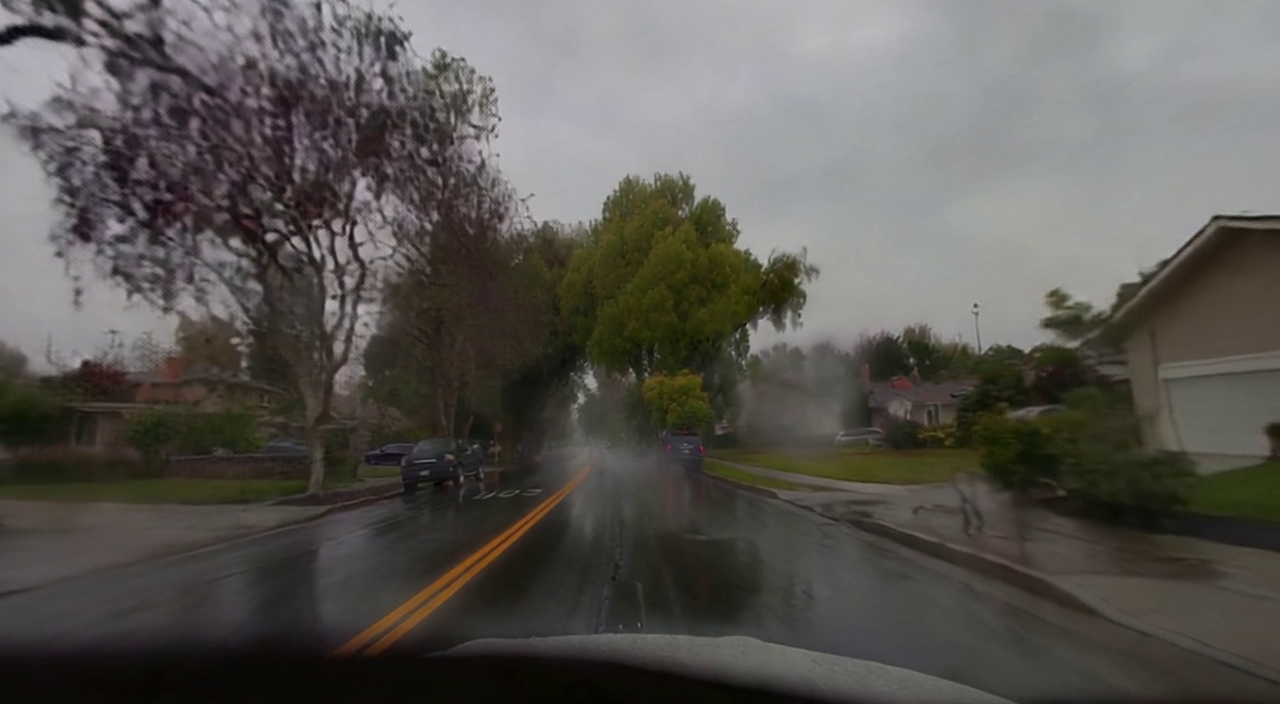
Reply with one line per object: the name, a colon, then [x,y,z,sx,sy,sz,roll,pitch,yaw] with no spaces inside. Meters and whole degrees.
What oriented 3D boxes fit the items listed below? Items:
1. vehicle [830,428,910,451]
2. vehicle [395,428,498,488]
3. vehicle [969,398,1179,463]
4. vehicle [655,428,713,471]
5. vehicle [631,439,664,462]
vehicle: [15.160,5.768,41.818,4.560,1.350,1.882,-2,-7,1]
vehicle: [-6.682,3.764,22.563,2.102,1.801,5.574,-1,-9,-2]
vehicle: [13.269,2.449,19.592,4.938,1.830,2.024,-1,-8,0]
vehicle: [1.831,4.243,27.821,2.007,1.702,4.430,-1,-8,-3]
vehicle: [0.503,7.308,47.056,1.988,1.618,4.567,0,-8,-5]
